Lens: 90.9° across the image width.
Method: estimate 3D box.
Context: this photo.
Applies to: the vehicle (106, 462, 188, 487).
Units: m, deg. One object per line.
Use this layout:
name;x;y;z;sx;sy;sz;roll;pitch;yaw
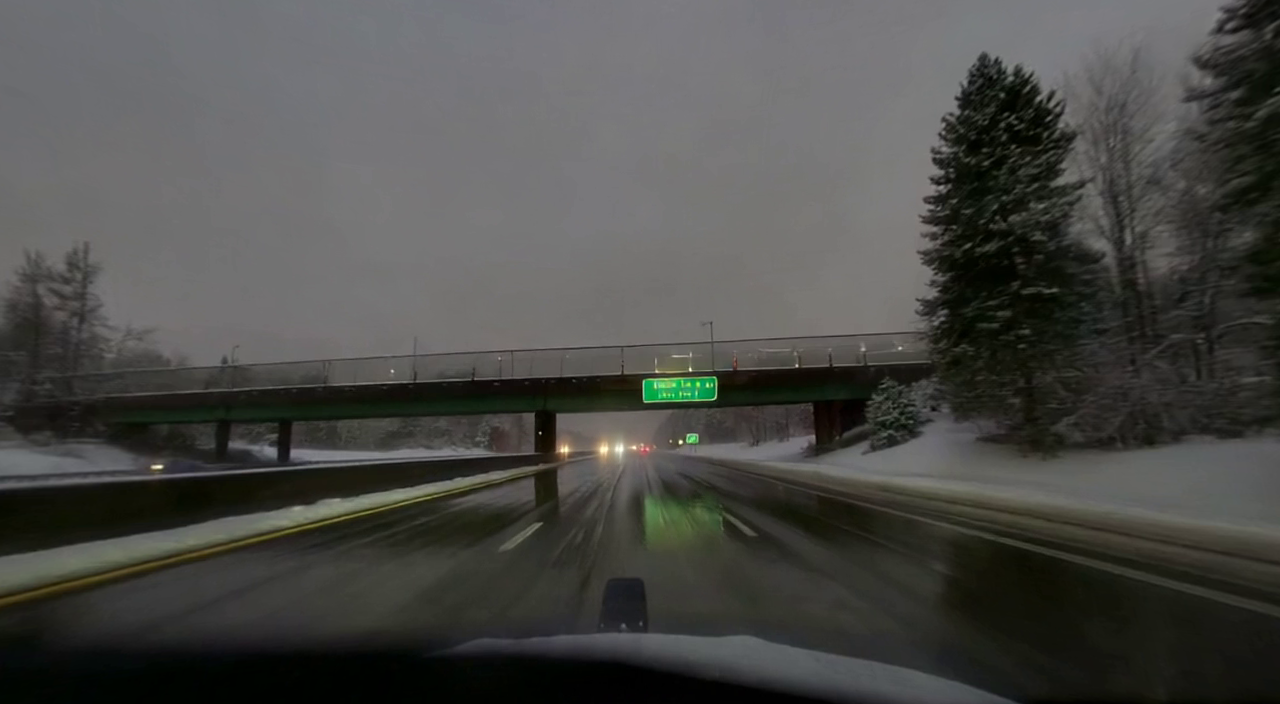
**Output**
vehicle;-31.832;7.918;40.888;1.786;1.420;4.293;0;-8;1
